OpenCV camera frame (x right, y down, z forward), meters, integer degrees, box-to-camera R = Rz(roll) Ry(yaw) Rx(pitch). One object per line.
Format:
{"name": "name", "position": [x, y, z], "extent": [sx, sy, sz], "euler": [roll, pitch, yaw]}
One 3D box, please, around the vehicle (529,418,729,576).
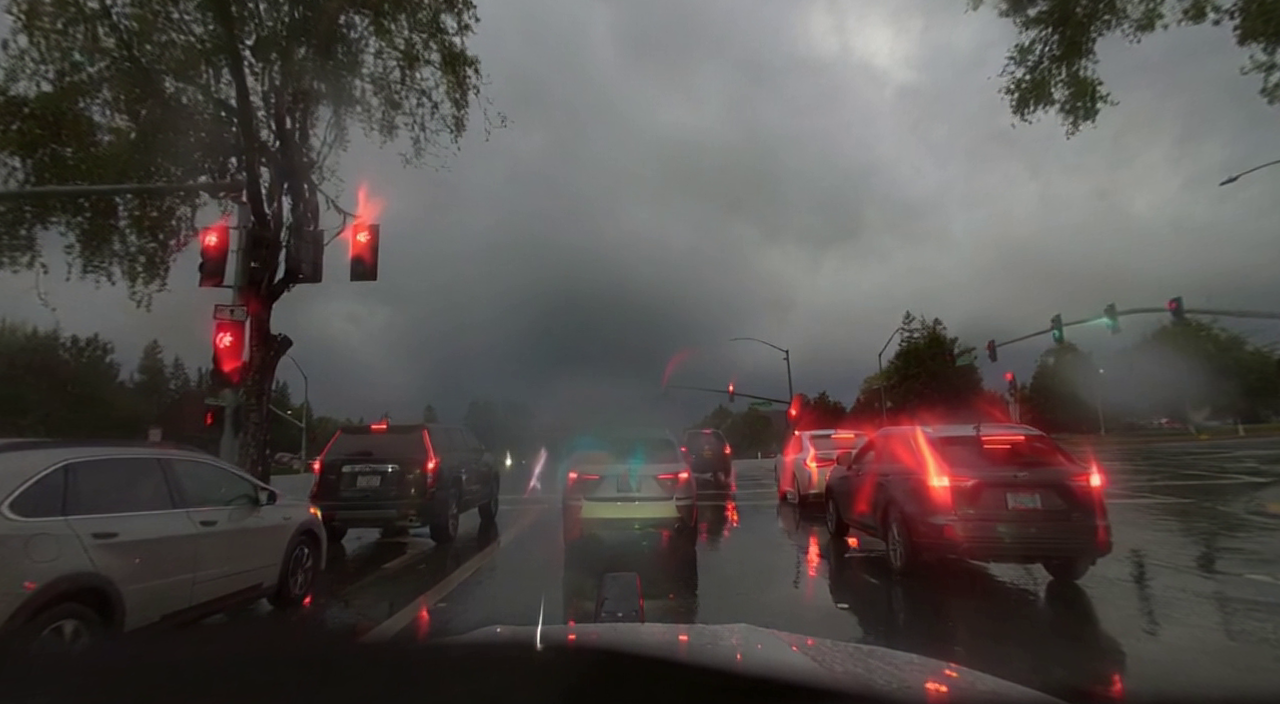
{"name": "vehicle", "position": [-0.087, 1.812, 8.625], "extent": [2.106, 1.655, 3.717], "euler": [0, -8, 1]}

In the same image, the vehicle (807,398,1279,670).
{"name": "vehicle", "position": [3.235, 1.445, 6.180], "extent": [2.006, 1.659, 4.462], "euler": [0, -8, 1]}

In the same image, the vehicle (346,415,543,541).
{"name": "vehicle", "position": [-3.193, 2.160, 11.454], "extent": [2.048, 1.805, 4.405], "euler": [0, -8, 1]}

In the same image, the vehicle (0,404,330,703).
{"name": "vehicle", "position": [-3.338, 0.956, 2.411], "extent": [1.863, 1.495, 4.667], "euler": [0, -8, 1]}
